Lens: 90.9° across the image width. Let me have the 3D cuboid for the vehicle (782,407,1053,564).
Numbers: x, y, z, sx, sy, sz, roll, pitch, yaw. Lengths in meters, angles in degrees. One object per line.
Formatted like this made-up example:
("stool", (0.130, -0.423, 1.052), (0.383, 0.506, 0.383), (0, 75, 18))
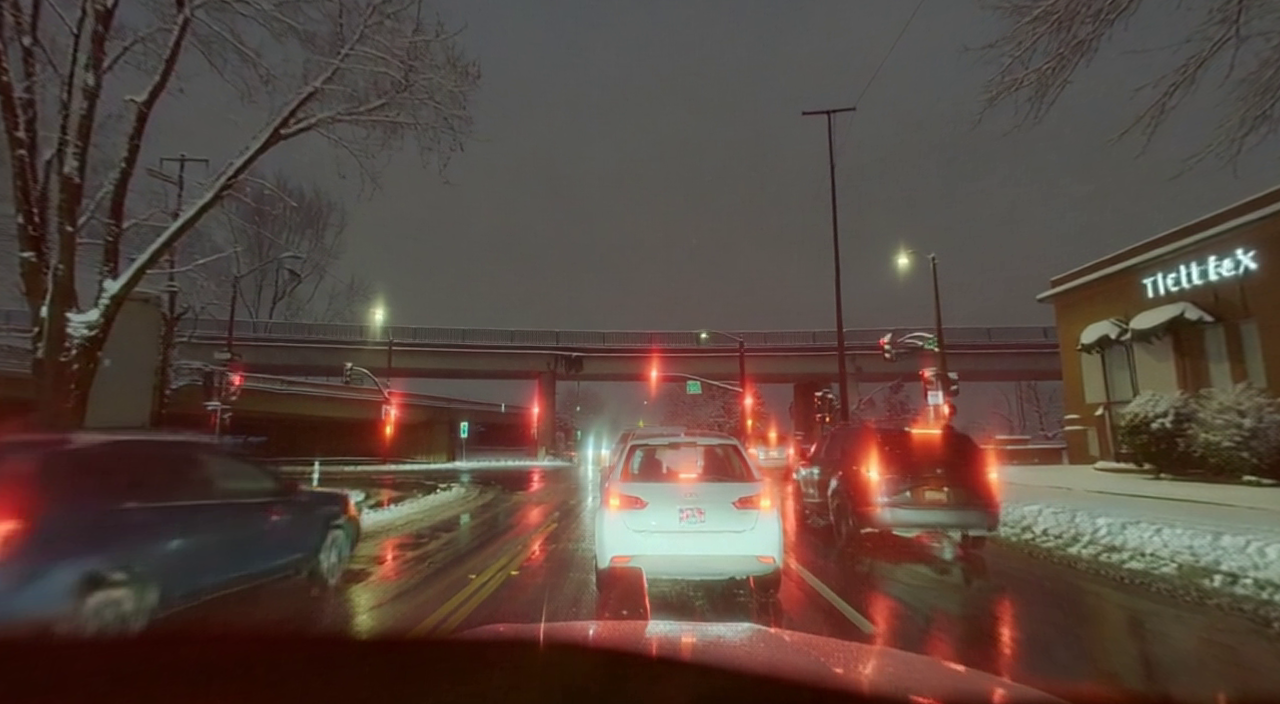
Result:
("vehicle", (3.705, 1.866, 9.569), (2.062, 1.781, 4.488), (0, -8, 0))

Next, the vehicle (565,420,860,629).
("vehicle", (0.515, 1.544, 6.669), (2.101, 1.467, 4.210), (0, -8, 0))

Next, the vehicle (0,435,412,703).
("vehicle", (-3.903, 1.489, 5.316), (2.082, 1.484, 4.865), (0, -8, 1))

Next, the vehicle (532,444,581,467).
("vehicle", (-5.550, 6.929, 42.384), (1.873, 1.462, 4.283), (-2, -9, 12))
